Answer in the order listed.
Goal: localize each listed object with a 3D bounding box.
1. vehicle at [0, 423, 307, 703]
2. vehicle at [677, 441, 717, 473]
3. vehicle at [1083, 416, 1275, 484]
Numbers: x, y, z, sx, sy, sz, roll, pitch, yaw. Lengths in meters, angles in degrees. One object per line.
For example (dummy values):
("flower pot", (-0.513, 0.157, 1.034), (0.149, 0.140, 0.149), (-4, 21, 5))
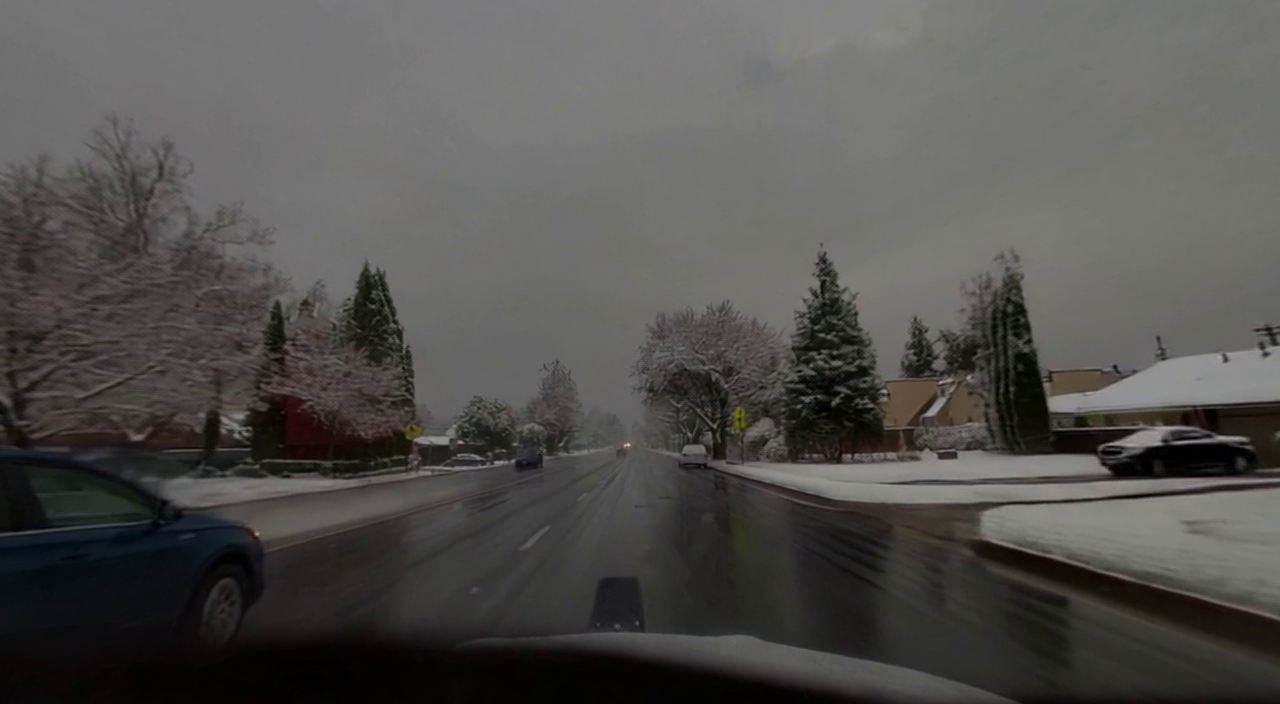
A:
("vehicle", (-3.389, 0.983, 2.203), (1.969, 1.459, 4.619), (0, -8, 0))
("vehicle", (3.591, 6.718, 40.649), (2.130, 1.873, 4.886), (0, -8, 0))
("vehicle", (15.216, 2.791, 17.869), (4.362, 1.702, 2.333), (4, -10, -24))
